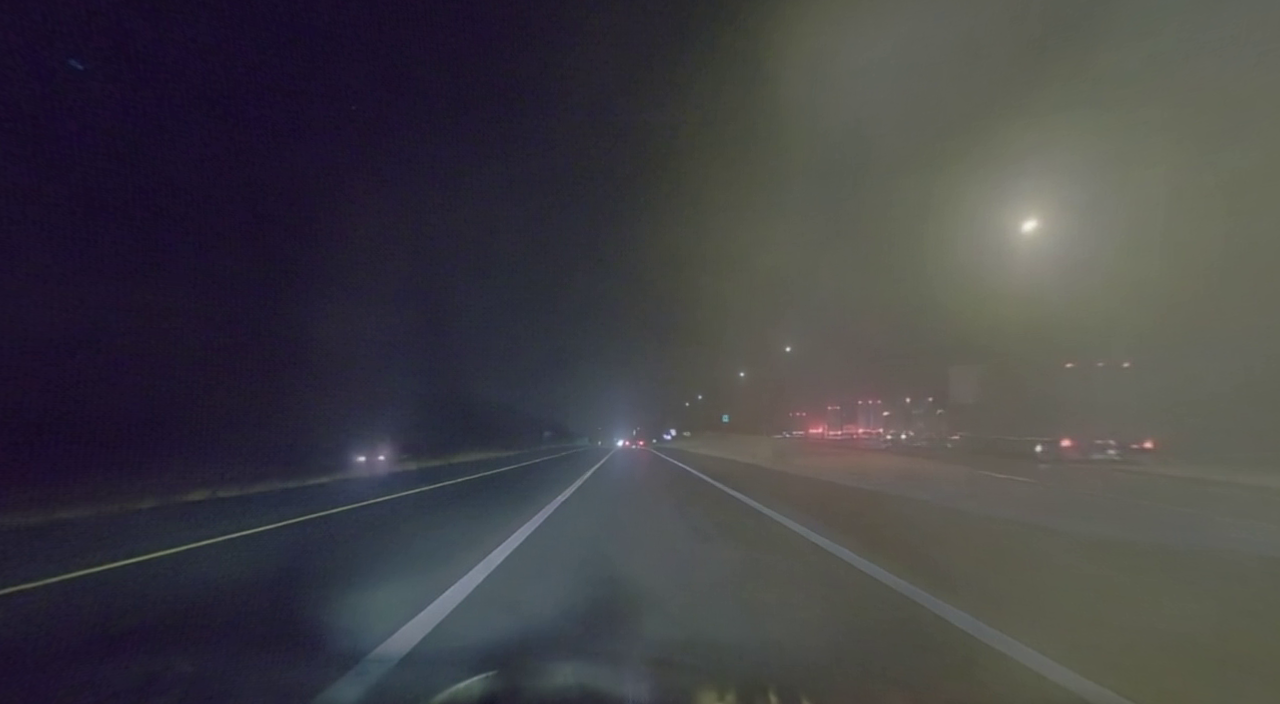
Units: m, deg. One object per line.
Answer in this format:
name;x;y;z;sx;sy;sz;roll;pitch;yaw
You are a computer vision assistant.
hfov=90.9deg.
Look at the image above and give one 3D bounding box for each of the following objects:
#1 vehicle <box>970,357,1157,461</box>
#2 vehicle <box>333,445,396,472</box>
vehicle;20.233;3.170;31.716;3.187;4.063;13.741;-2;-8;14
vehicle;-16.392;6.329;37.772;1.792;1.439;4.421;0;-8;0
